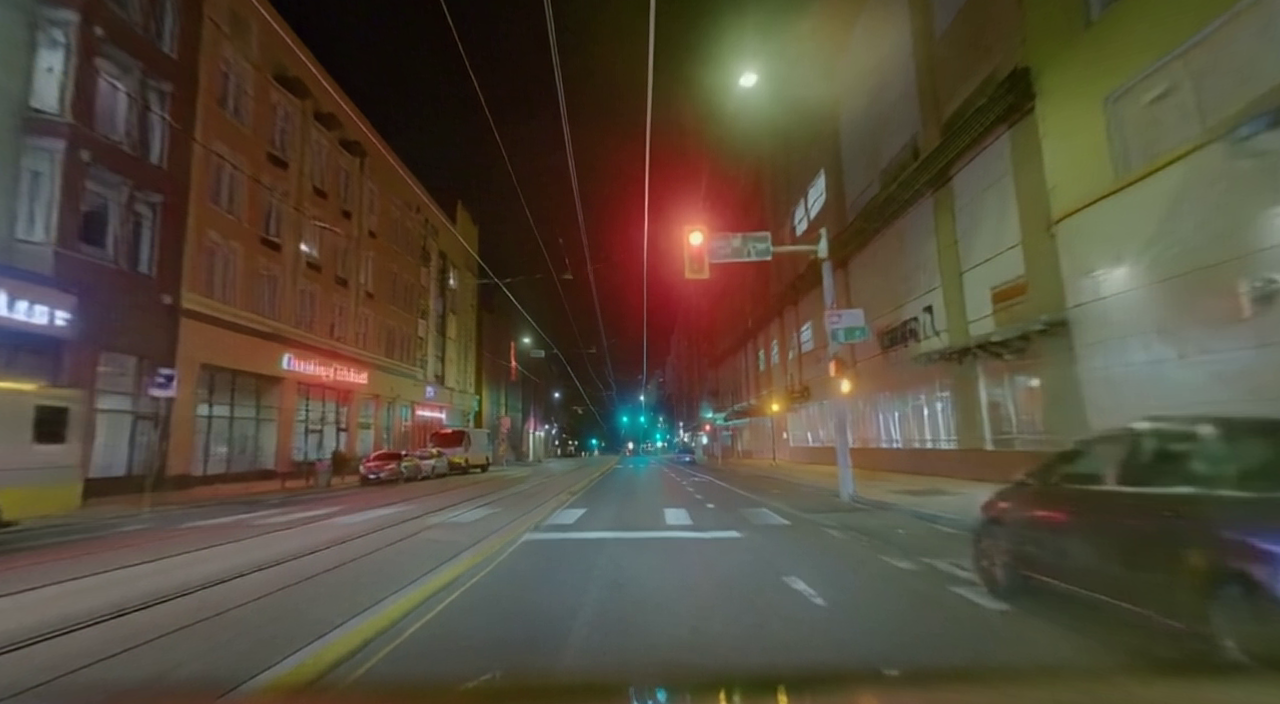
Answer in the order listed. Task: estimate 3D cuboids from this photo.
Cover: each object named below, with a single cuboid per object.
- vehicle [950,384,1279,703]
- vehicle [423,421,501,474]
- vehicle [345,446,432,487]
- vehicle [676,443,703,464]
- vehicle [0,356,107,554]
[{"bbox_3d":[3.899,1.117,4.180,1.869,1.557,3.501,0,-8,0],"label":"vehicle"},{"bbox_3d":[-10.387,5.667,37.568,2.378,2.765,7.920,0,-8,0],"label":"vehicle"},{"bbox_3d":[-9.992,4.557,25.375,1.897,1.464,4.209,0,-8,-2],"label":"vehicle"},{"bbox_3d":[3.782,7.786,48.504,1.819,1.546,3.681,0,-8,1],"label":"vehicle"},{"bbox_3d":[-10.210,1.200,7.205,2.291,2.745,6.492,-1,-9,2],"label":"vehicle"}]
